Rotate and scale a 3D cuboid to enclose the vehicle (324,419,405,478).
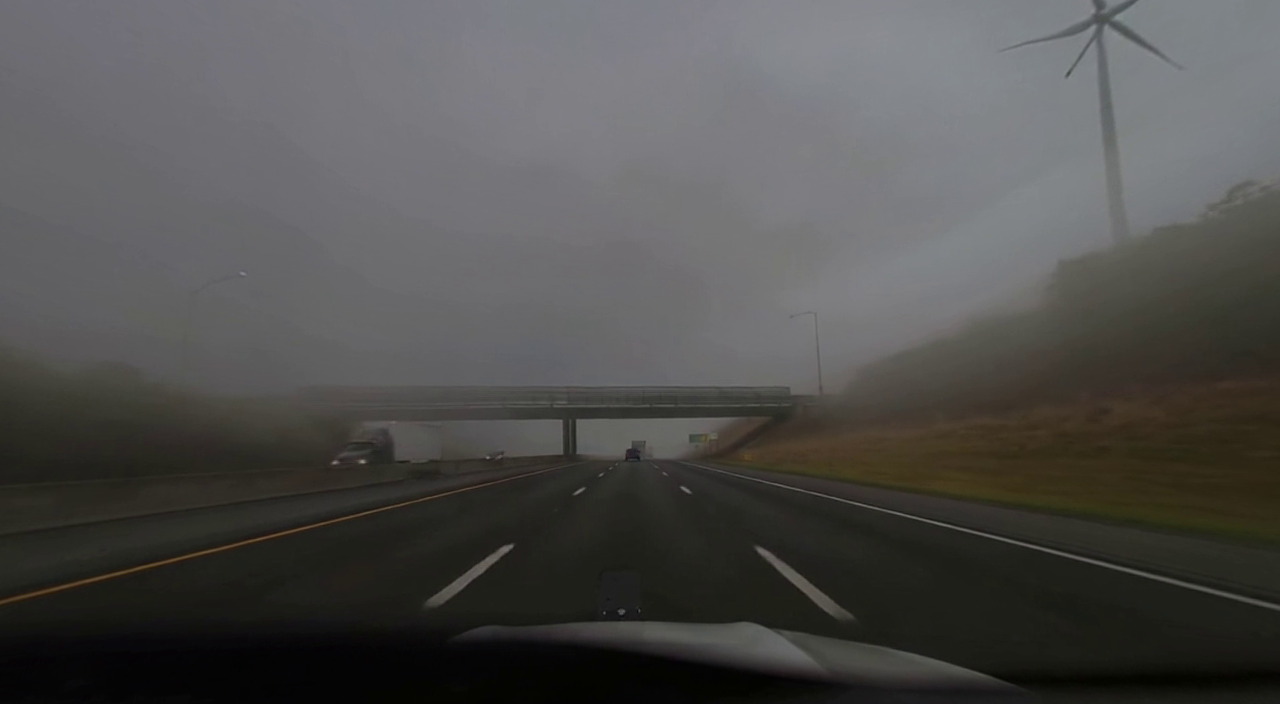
[{"bbox_3d":[-19.487,6.881,45.071,2.977,3.872,6.035,0,-9,-1],"label":"vehicle"}]
